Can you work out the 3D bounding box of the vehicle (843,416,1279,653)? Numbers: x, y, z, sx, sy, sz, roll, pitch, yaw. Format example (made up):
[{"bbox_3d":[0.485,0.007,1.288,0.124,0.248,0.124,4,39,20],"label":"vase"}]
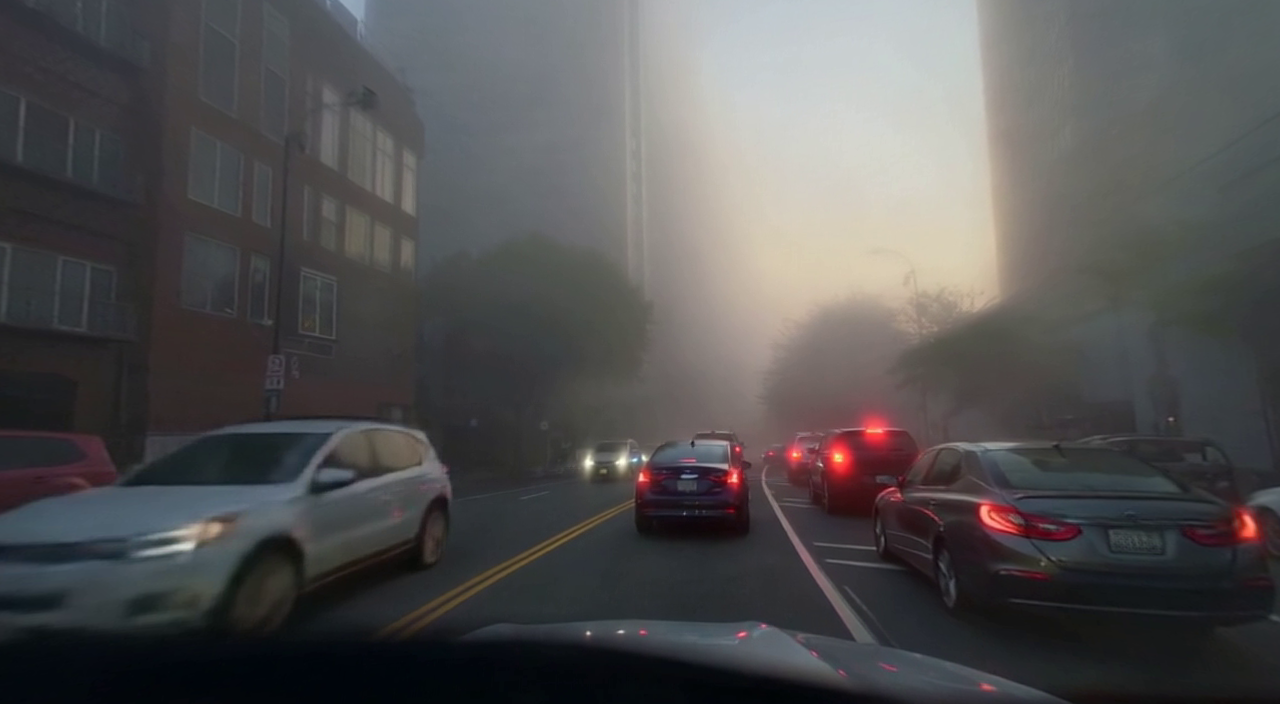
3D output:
[{"bbox_3d":[3.433,1.496,6.305,1.982,1.510,4.144,-1,-8,8],"label":"vehicle"}]

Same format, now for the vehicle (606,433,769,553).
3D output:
[{"bbox_3d":[0.839,2.035,9.822,2.031,1.461,3.763,-1,-8,8],"label":"vehicle"}]

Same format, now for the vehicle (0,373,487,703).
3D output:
[{"bbox_3d":[-3.180,1.312,5.667,2.030,1.730,4.453,-1,-8,7],"label":"vehicle"}]

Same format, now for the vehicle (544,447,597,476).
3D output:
[{"bbox_3d":[-3.798,6.099,35.347,1.930,1.480,4.174,-1,-8,9],"label":"vehicle"}]
